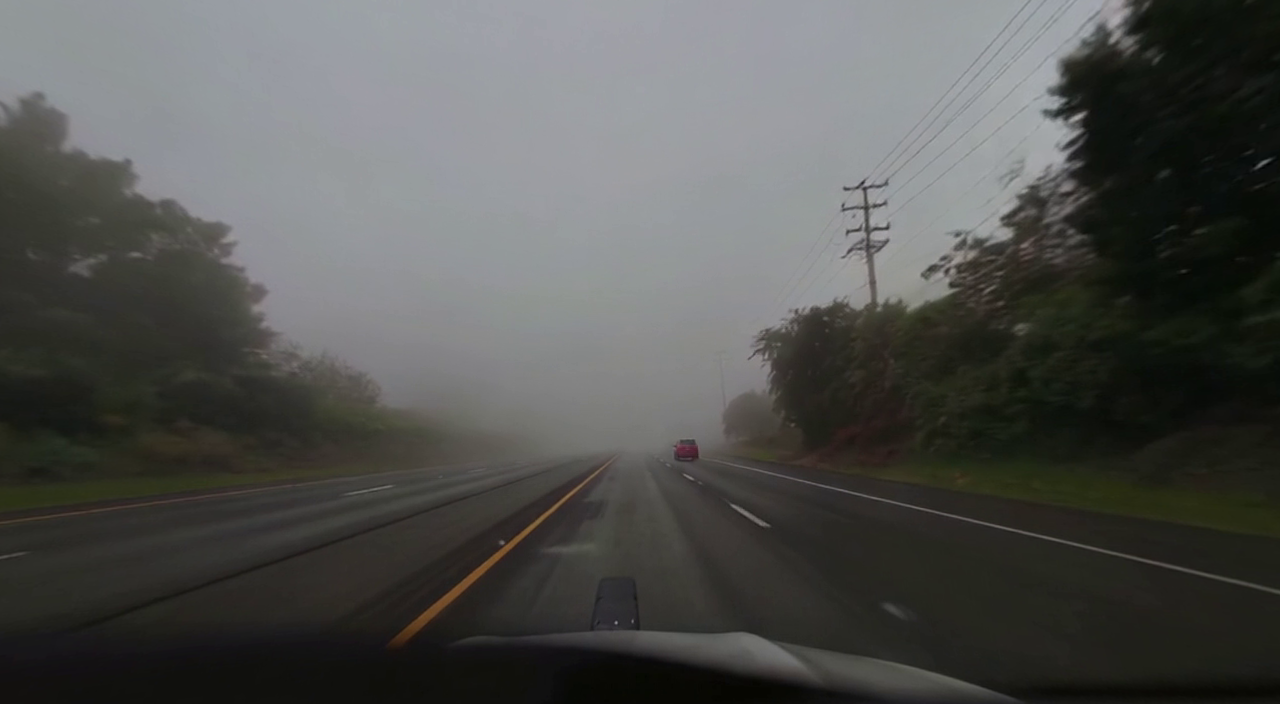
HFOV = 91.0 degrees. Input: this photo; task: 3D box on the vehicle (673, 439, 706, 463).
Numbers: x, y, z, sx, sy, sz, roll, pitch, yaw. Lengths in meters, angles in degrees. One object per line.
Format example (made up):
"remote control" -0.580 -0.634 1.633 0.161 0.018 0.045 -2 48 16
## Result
"vehicle" 3.429 6.958 44.542 1.977 1.581 4.428 0 -8 0
